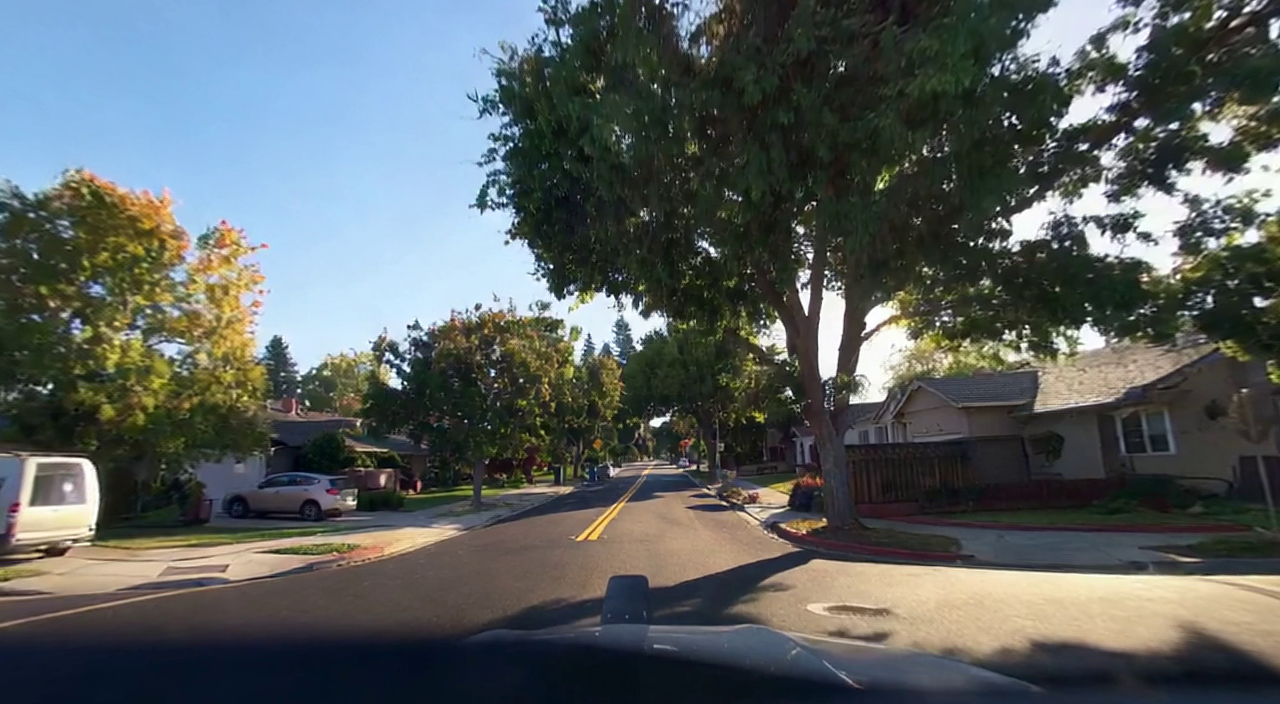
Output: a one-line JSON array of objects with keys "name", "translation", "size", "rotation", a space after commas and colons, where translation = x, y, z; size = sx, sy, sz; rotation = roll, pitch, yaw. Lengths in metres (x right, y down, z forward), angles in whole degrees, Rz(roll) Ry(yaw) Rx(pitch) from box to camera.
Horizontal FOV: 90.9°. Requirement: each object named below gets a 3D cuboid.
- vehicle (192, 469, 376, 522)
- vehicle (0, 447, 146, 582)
[{"name": "vehicle", "translation": [-11.114, 4.496, 19.905], "size": [4.659, 1.464, 1.930], "rotation": [0, -9, 3]}, {"name": "vehicle", "translation": [-11.380, 2.567, 10.511], "size": [4.463, 1.948, 2.114], "rotation": [0, -8, 2]}]
